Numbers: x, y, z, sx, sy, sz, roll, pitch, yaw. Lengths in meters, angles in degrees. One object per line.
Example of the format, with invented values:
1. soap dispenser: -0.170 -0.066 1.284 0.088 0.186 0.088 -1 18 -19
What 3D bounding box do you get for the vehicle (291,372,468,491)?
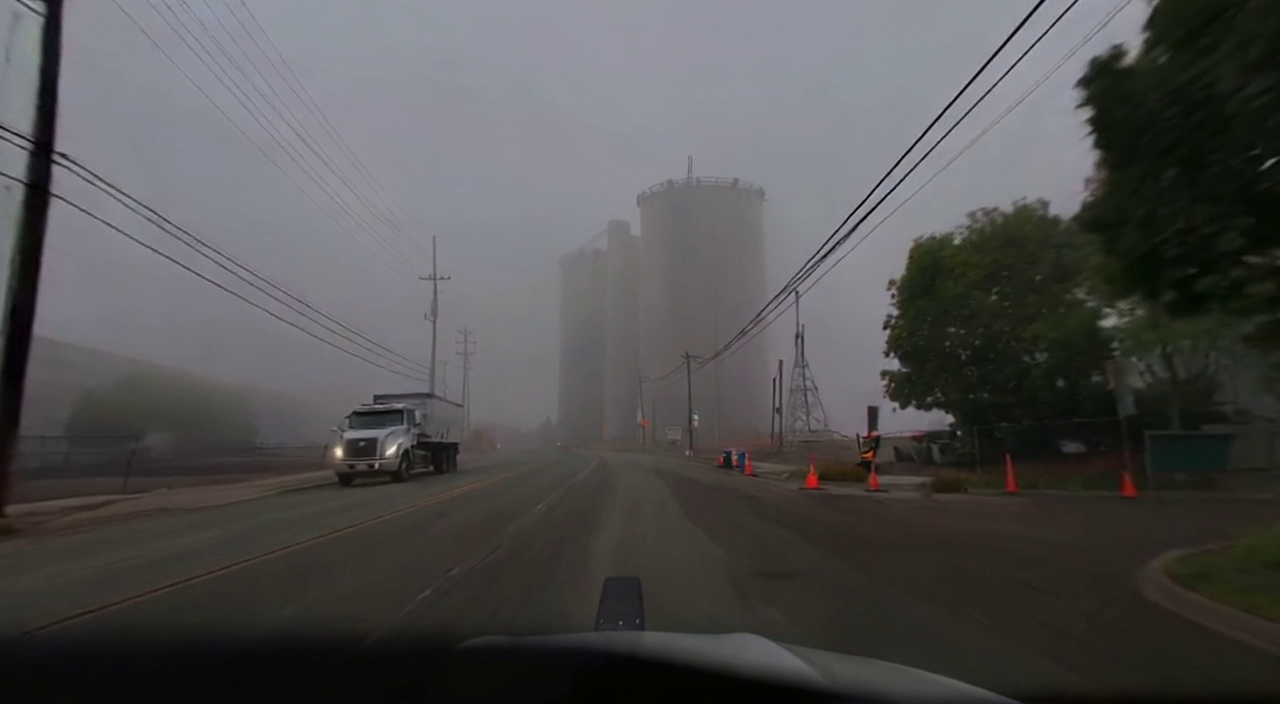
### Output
1. vehicle: -8.229 2.702 21.373 2.991 3.173 7.929 -1 -8 -3
